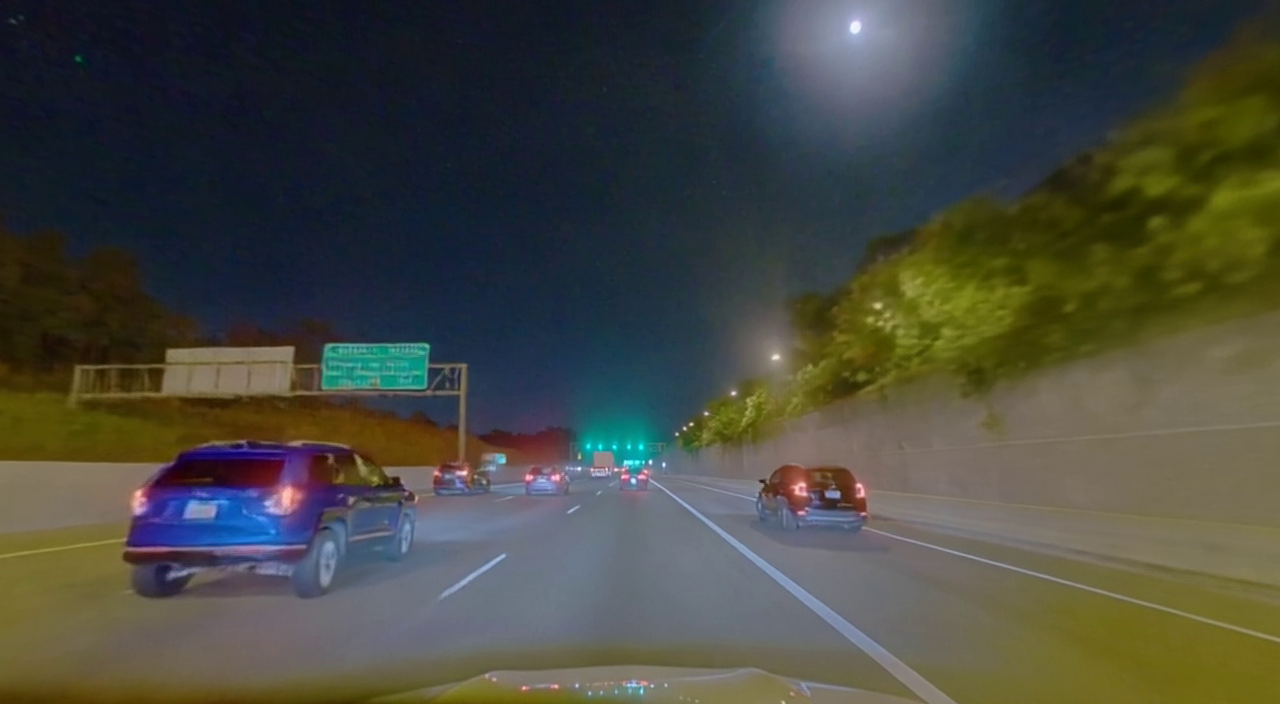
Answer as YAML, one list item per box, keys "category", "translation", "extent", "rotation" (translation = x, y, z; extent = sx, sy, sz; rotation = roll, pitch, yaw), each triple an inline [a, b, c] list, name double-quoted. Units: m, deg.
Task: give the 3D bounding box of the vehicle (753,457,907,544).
- category: "vehicle"
  translation: [3.864, 3.118, 13.661]
  extent: [1.992, 1.557, 4.017]
  rotation: [1, -11, -1]

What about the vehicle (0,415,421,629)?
- category: "vehicle"
  translation: [-4.413, 1.803, 7.439]
  extent: [2.069, 1.699, 4.452]
  rotation: [1, -11, -1]

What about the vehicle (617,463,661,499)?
- category: "vehicle"
  translation: [-0.057, 6.283, 30.948]
  extent: [1.992, 1.601, 3.762]
  rotation: [1, -11, 0]

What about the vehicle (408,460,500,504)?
- category: "vehicle"
  translation: [-7.250, 5.131, 25.117]
  extent: [2.142, 1.545, 4.708]
  rotation: [1, -11, 1]

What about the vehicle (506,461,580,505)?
- category: "vehicle"
  translation: [-3.677, 5.093, 24.773]
  extent: [2.102, 1.521, 4.687]
  rotation: [1, -11, 1]
